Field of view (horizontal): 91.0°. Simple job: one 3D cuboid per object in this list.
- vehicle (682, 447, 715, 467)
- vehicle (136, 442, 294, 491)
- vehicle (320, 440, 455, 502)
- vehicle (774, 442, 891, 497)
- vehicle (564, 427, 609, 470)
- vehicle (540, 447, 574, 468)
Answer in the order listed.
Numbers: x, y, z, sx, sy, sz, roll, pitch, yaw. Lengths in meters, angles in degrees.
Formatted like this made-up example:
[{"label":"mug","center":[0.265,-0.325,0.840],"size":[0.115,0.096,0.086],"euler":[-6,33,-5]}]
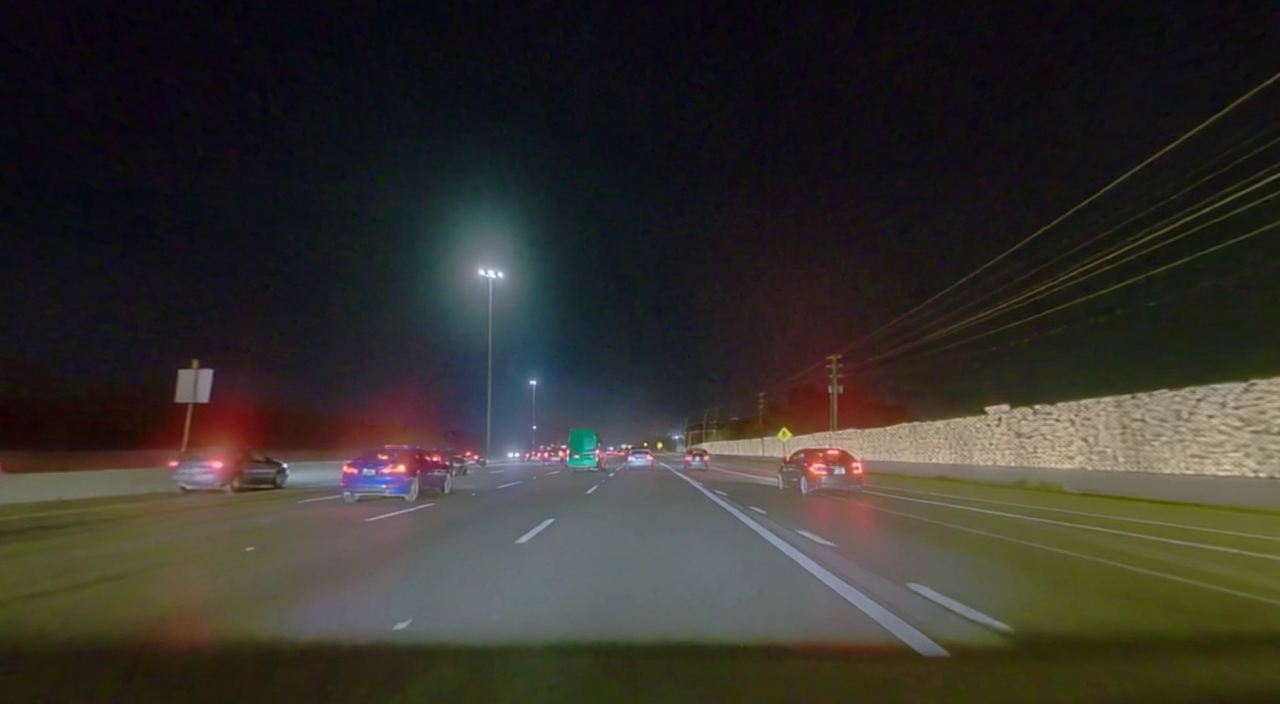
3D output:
[{"label":"vehicle","center":[4.462,8.153,49.034],"size":[2.095,1.504,4.536],"euler":[0,-9,-1]},{"label":"vehicle","center":[-14.771,3.989,22.365],"size":[2.039,1.538,5.037],"euler":[0,-9,1]},{"label":"vehicle","center":[-6.982,3.323,18.018],"size":[1.967,1.525,4.458],"euler":[0,-9,1]},{"label":"vehicle","center":[5.656,3.510,19.197],"size":[2.052,1.470,4.364],"euler":[0,-9,-2]},{"label":"vehicle","center":[-3.438,6.429,41.891],"size":[2.395,2.660,5.827],"euler":[0,-9,1]},{"label":"vehicle","center":[-6.319,8.033,48.178],"size":[1.944,1.490,4.442],"euler":[0,-9,0]}]
